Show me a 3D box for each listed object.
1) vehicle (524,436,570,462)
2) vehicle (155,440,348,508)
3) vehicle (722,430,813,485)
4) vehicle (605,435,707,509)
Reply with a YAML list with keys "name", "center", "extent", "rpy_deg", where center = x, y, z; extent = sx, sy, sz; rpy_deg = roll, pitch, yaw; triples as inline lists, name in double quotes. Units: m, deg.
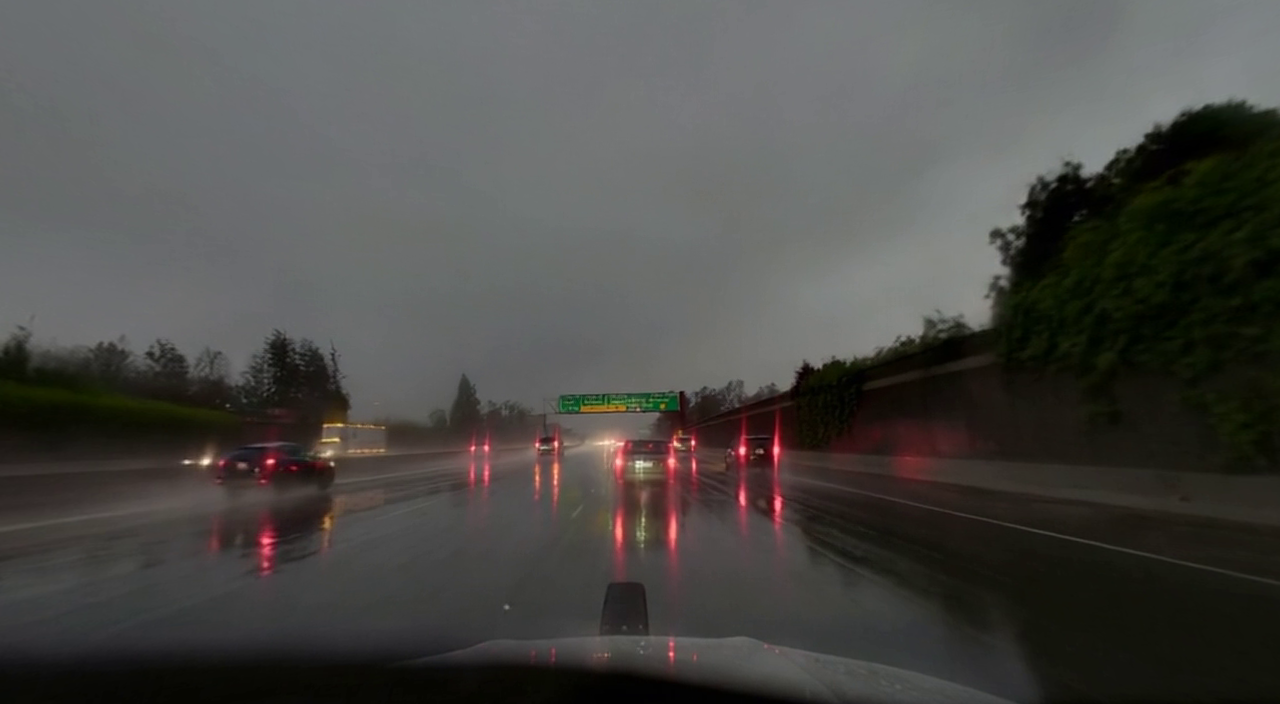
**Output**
- name: "vehicle"
  center: [-6.989, 7.372, 47.989]
  extent: [2.486, 1.856, 6.310]
  rpy_deg: [0, -8, 0]
- name: "vehicle"
  center: [-10.034, 3.153, 16.903]
  extent: [2.019, 1.510, 4.992]
  rpy_deg: [0, -8, 0]
- name: "vehicle"
  center: [4.304, 3.634, 22.074]
  extent: [2.100, 1.707, 4.342]
  rpy_deg: [0, -8, -3]
- name: "vehicle"
  center: [0.251, 2.724, 14.779]
  extent: [2.042, 1.446, 4.269]
  rpy_deg: [0, -8, -2]
